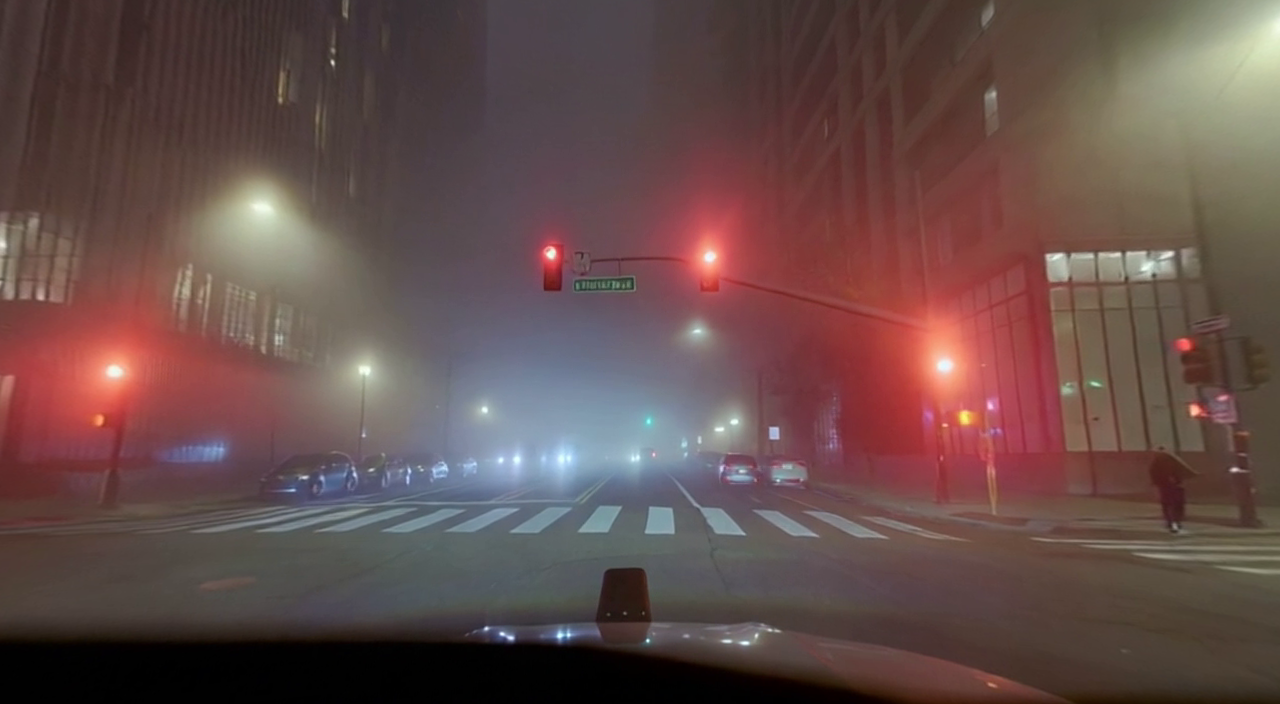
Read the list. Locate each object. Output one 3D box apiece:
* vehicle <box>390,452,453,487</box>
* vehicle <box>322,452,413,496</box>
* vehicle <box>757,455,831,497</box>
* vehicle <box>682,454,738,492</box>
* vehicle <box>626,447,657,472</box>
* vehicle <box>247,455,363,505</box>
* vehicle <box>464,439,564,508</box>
[{"bbox_3d":[-12.064,6.484,35.097,1.854,1.727,4.426,0,-8,1],"label":"vehicle"},{"bbox_3d":[-12.360,5.515,28.938,1.938,1.729,4.628,-2,-9,3],"label":"vehicle"},{"bbox_3d":[6.154,4.994,25.799,1.882,1.479,4.652,0,-8,0],"label":"vehicle"},{"bbox_3d":[2.906,5.081,26.793,1.919,1.371,3.583,2,-8,0],"label":"vehicle"},{"bbox_3d":[0.127,8.023,47.143,2.165,1.749,4.078,0,-8,1],"label":"vehicle"},{"bbox_3d":[-12.566,4.796,24.015,2.118,1.644,4.188,0,-8,-1],"label":"vehicle"},{"bbox_3d":[-3.750,3.661,19.693,2.176,1.804,4.740,-2,-8,0],"label":"vehicle"}]
